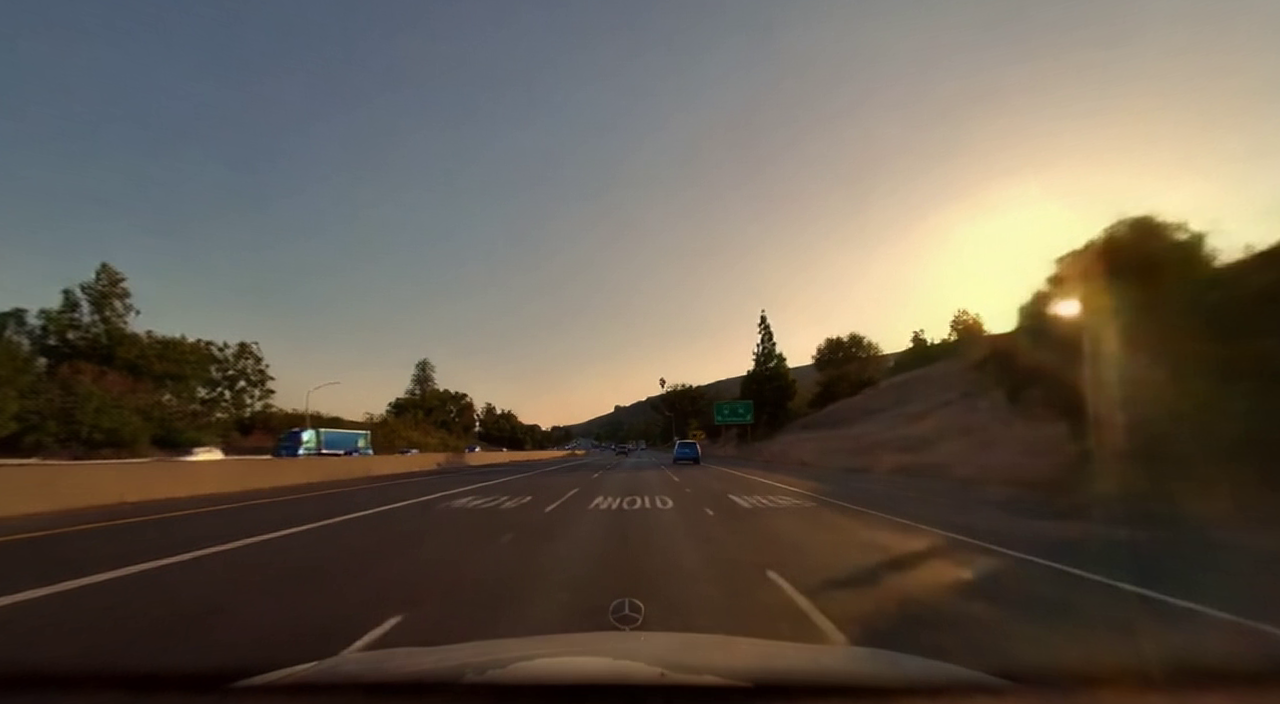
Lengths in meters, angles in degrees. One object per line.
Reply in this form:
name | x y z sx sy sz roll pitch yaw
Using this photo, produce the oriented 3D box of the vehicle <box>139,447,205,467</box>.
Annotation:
vehicle | -36.801 8.245 49.712 1.826 1.471 4.419 0 -9 0
